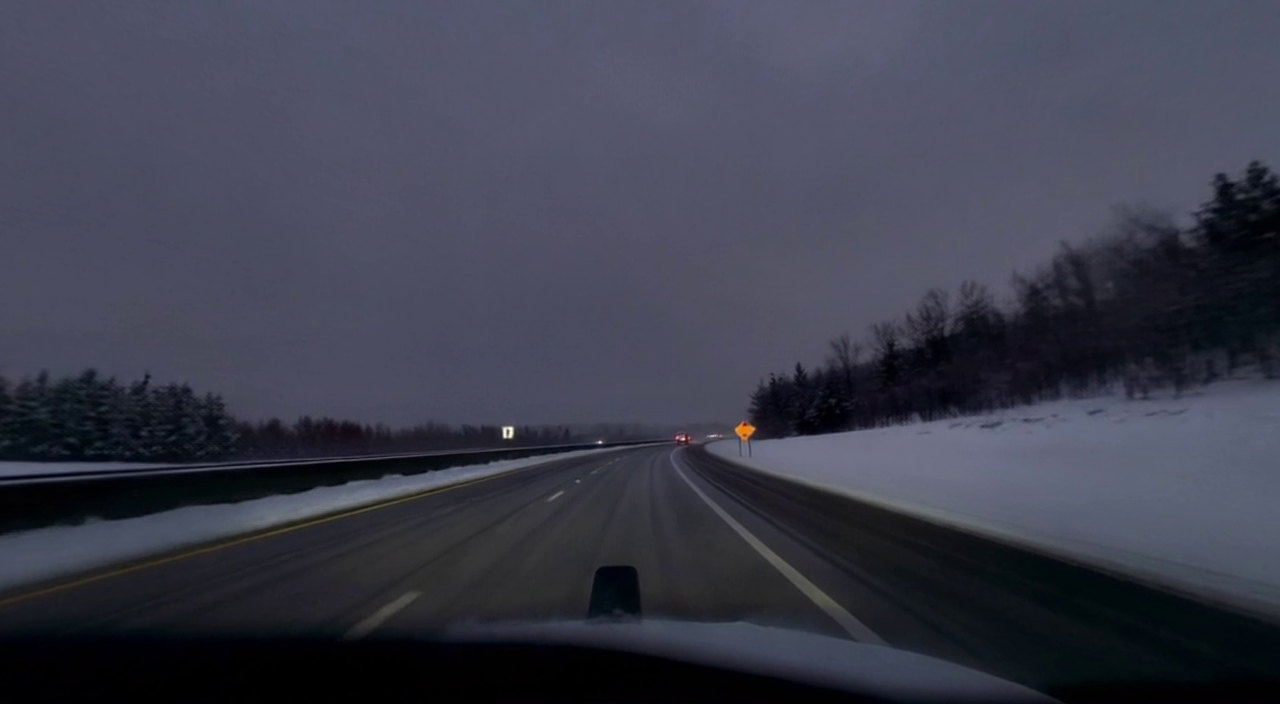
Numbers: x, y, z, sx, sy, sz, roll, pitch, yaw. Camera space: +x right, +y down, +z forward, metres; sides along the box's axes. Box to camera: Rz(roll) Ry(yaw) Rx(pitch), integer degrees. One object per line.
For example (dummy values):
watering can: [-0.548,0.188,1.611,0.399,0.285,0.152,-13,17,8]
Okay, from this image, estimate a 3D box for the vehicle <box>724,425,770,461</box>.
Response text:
vehicle: [6.319,5.406,37.578,1.914,2.013,4.041,0,-8,-2]
